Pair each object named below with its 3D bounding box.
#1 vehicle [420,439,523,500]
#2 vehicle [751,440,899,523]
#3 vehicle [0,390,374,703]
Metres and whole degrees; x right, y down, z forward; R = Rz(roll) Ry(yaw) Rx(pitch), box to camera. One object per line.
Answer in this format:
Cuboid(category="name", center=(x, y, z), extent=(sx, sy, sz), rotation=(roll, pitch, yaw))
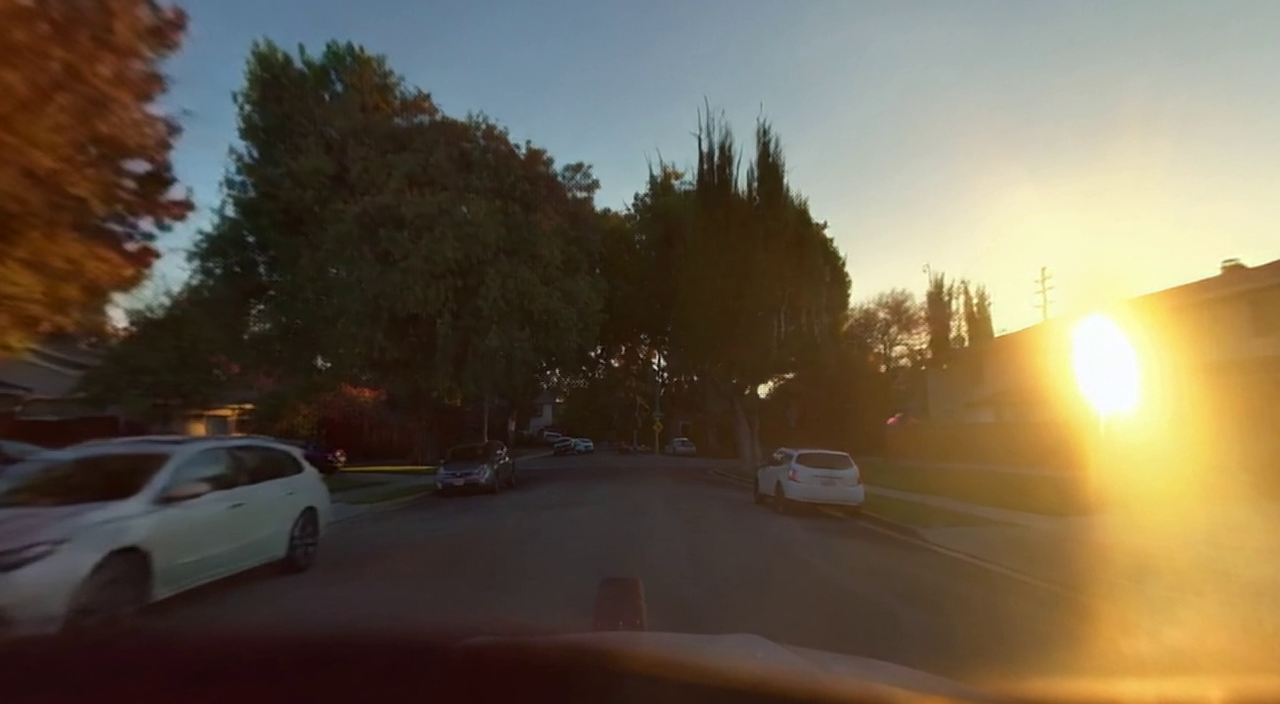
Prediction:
Cuboid(category="vehicle", center=(-5.017, 3.544, 19.527), extent=(1.887, 1.660, 4.312), rotation=(0, -9, 1))
Cuboid(category="vehicle", center=(3.736, 2.676, 13.596), extent=(1.945, 1.495, 3.983), rotation=(0, -9, 0))
Cuboid(category="vehicle", center=(-4.618, 1.413, 5.894), extent=(2.140, 1.815, 4.926), rotation=(0, -7, 0))
